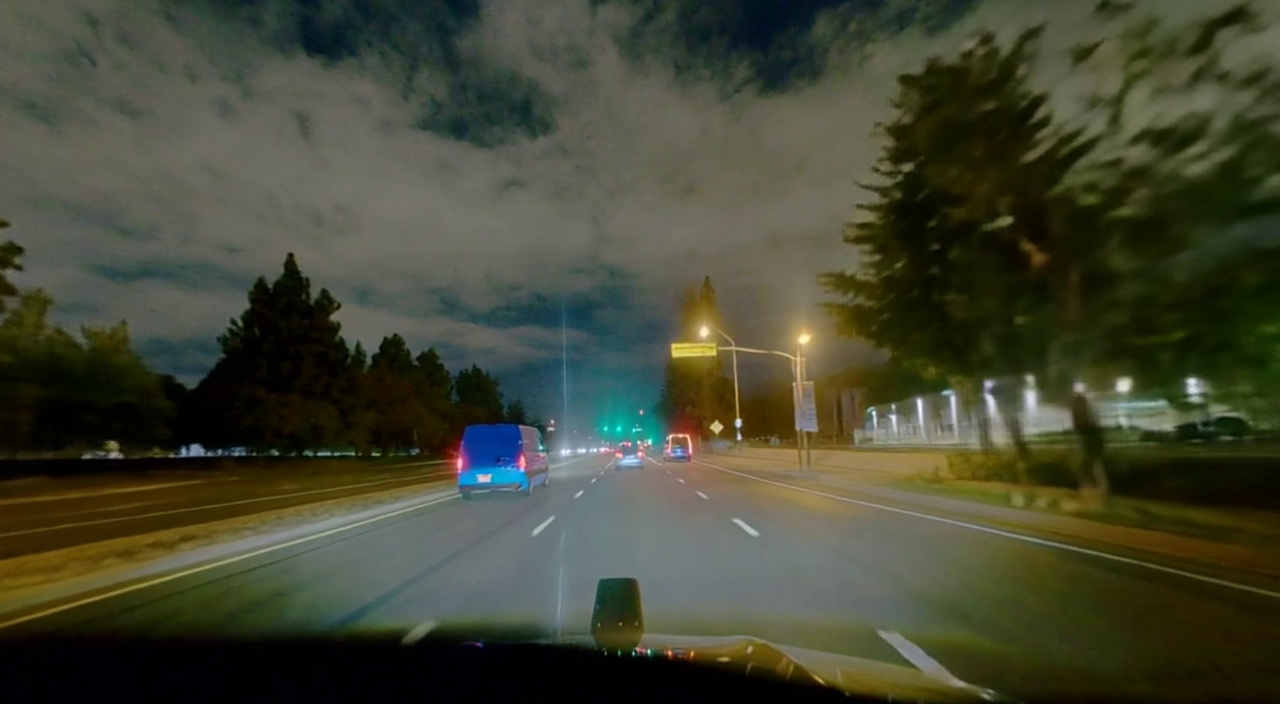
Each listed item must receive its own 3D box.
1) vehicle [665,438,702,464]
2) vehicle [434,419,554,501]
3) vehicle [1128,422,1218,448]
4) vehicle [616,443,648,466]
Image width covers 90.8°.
[{"bbox_3d":[3.050,7.063,45.117,2.181,1.781,4.257,0,-8,-2],"label":"vehicle"},{"bbox_3d":[-3.660,2.833,16.874,2.075,1.863,4.744,0,-9,0],"label":"vehicle"},{"bbox_3d":[34.210,5.355,40.624,3.874,1.412,1.851,-4,-9,5],"label":"vehicle"},{"bbox_3d":[-0.570,6.947,43.080,2.039,1.455,3.826,0,-8,-2],"label":"vehicle"}]
